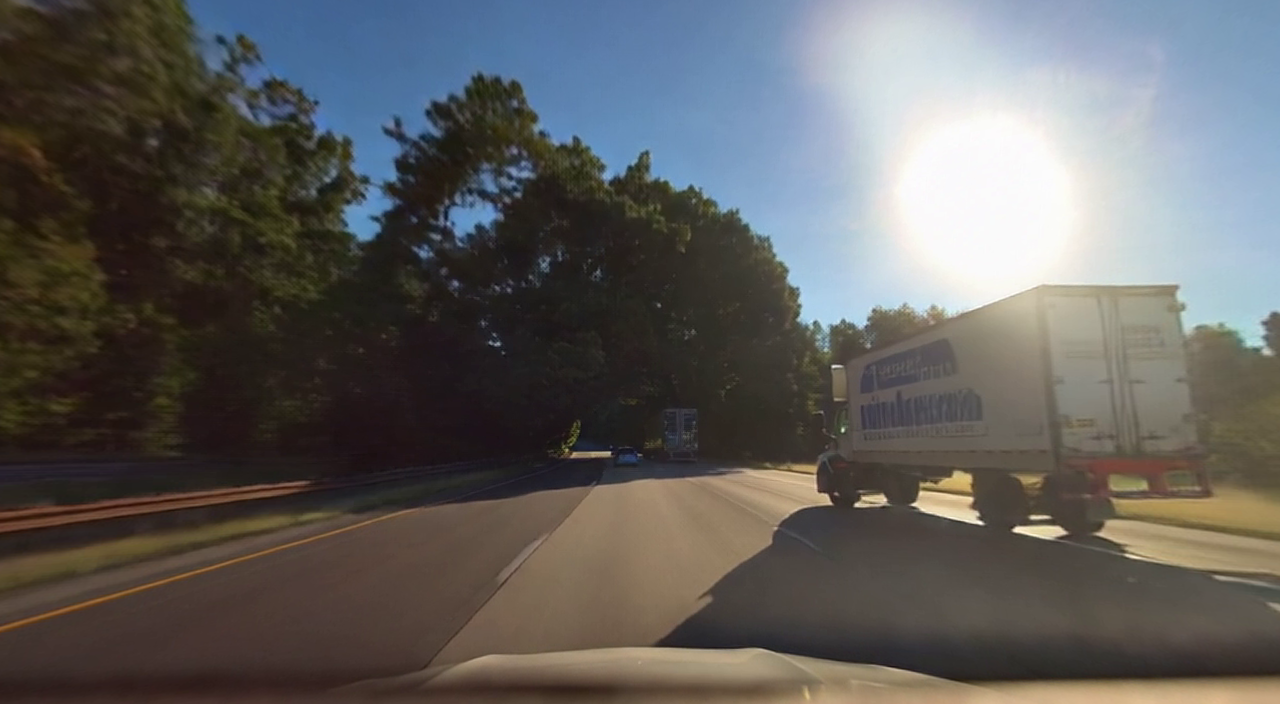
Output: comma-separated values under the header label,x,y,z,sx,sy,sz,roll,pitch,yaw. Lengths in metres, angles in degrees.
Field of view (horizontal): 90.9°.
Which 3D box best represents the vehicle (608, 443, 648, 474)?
label,x,y,z,sx,sy,sz,roll,pitch,yaw
vehicle,-0.632,5.418,32.139,1.913,1.460,3.610,0,-9,-1
